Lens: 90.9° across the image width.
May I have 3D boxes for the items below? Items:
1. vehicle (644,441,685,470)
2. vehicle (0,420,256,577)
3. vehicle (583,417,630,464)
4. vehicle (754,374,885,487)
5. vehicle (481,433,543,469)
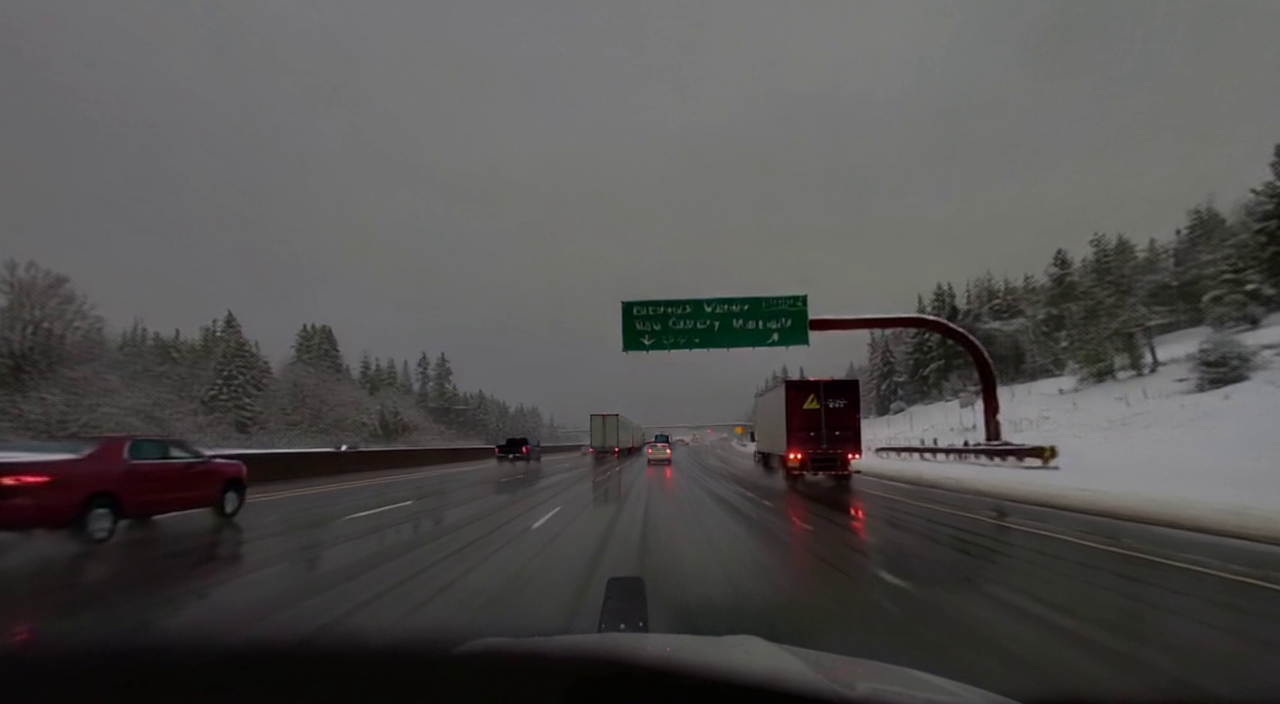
[{"bbox_3d":[1.270,5.638,34.550,2.105,1.502,4.068,0,-9,1],"label":"vehicle"},{"bbox_3d":[-7.075,1.632,7.572,1.950,1.485,4.589,0,-9,1],"label":"vehicle"},{"bbox_3d":[-2.304,6.494,46.171,2.745,3.156,7.608,0,-9,3],"label":"vehicle"},{"bbox_3d":[6.261,2.997,23.461,2.895,3.484,7.631,0,-9,3],"label":"vehicle"},{"bbox_3d":[-7.010,5.508,35.193,2.272,1.850,5.156,0,-9,2],"label":"vehicle"}]
